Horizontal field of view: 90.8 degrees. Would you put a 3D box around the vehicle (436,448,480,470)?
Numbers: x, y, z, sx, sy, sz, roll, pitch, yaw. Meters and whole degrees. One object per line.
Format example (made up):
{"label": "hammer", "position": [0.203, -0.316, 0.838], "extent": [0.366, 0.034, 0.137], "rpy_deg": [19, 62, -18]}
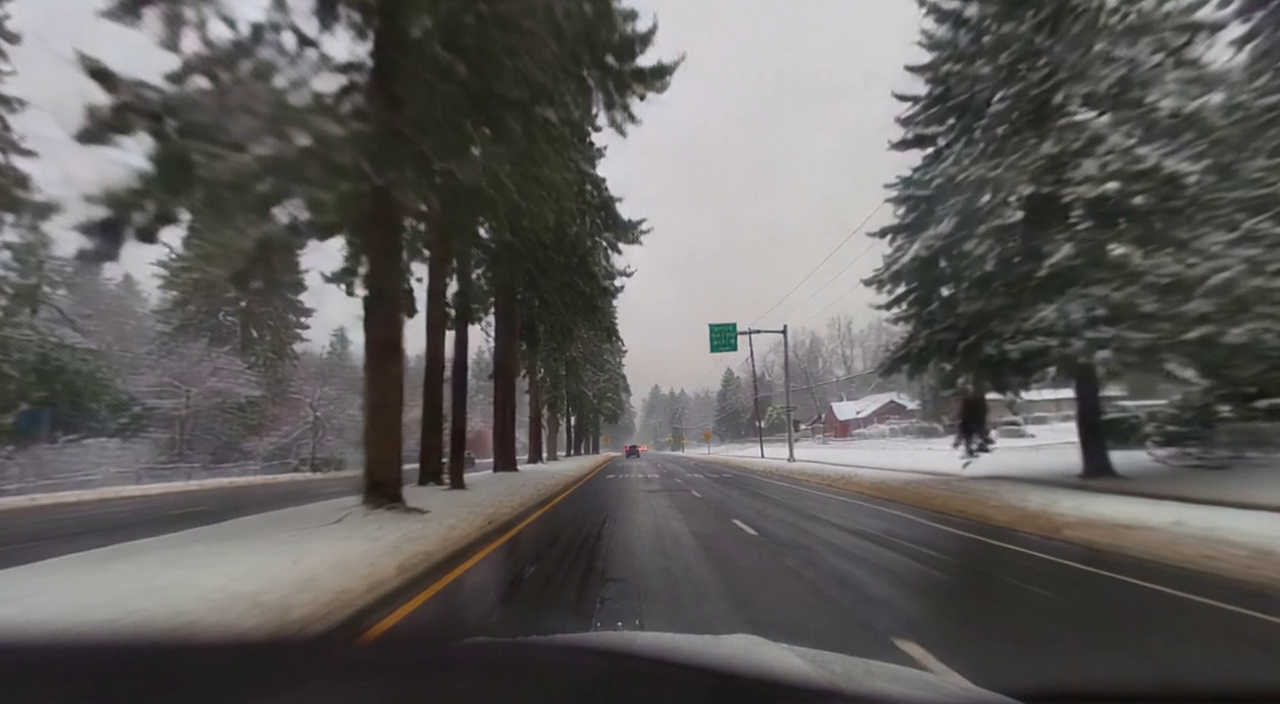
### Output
{"label": "vehicle", "position": [-13.617, 8.038, 47.504], "extent": [1.924, 1.528, 4.731], "rpy_deg": [0, -9, 0]}
